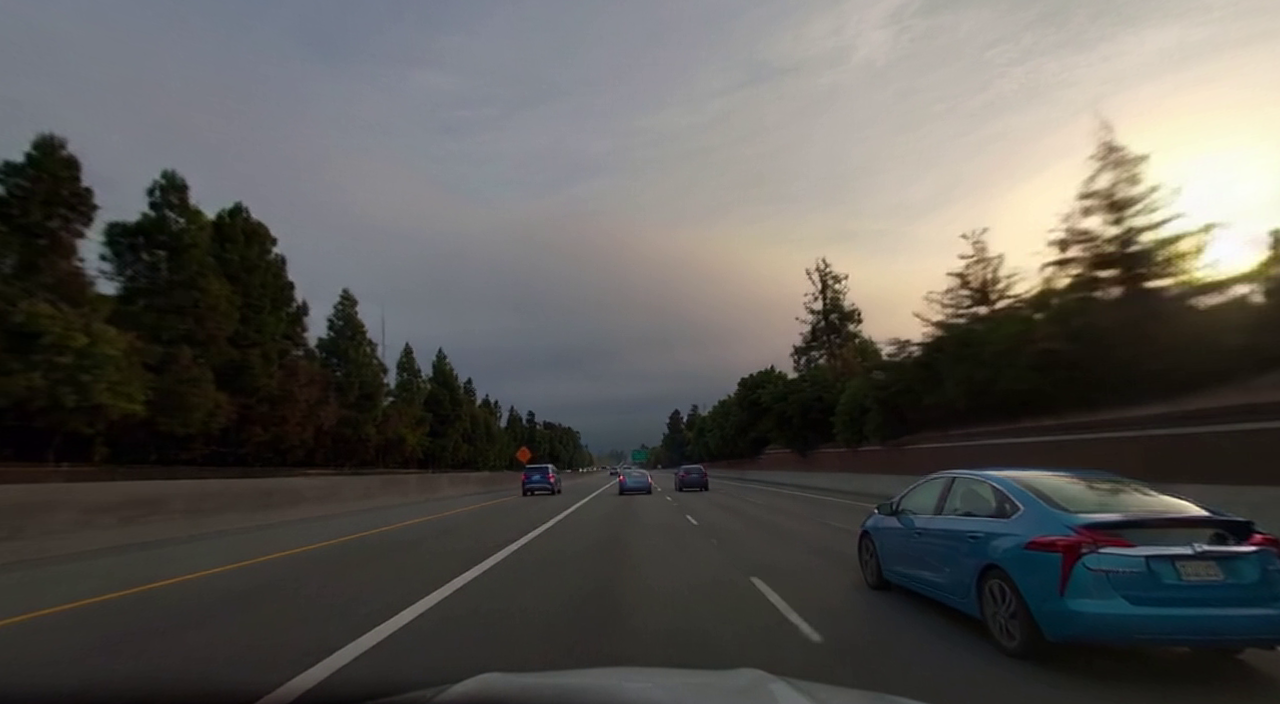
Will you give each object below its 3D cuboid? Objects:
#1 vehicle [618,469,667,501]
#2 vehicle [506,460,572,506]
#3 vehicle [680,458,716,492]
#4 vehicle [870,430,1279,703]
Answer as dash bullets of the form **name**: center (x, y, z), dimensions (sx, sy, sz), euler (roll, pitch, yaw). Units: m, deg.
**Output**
- **vehicle**: center (0.120, 6.473, 30.941), dimensions (2.241, 1.425, 3.973), euler (1, -10, 0)
- **vehicle**: center (-4.118, 5.447, 26.398), dimensions (2.021, 1.706, 4.247), euler (1, -10, 0)
- **vehicle**: center (3.917, 8.356, 42.880), dimensions (2.030, 2.172, 3.621), euler (1, -10, -1)
- **vehicle**: center (3.594, 1.545, 5.142), dimensions (1.938, 1.561, 3.786), euler (1, -10, -1)
